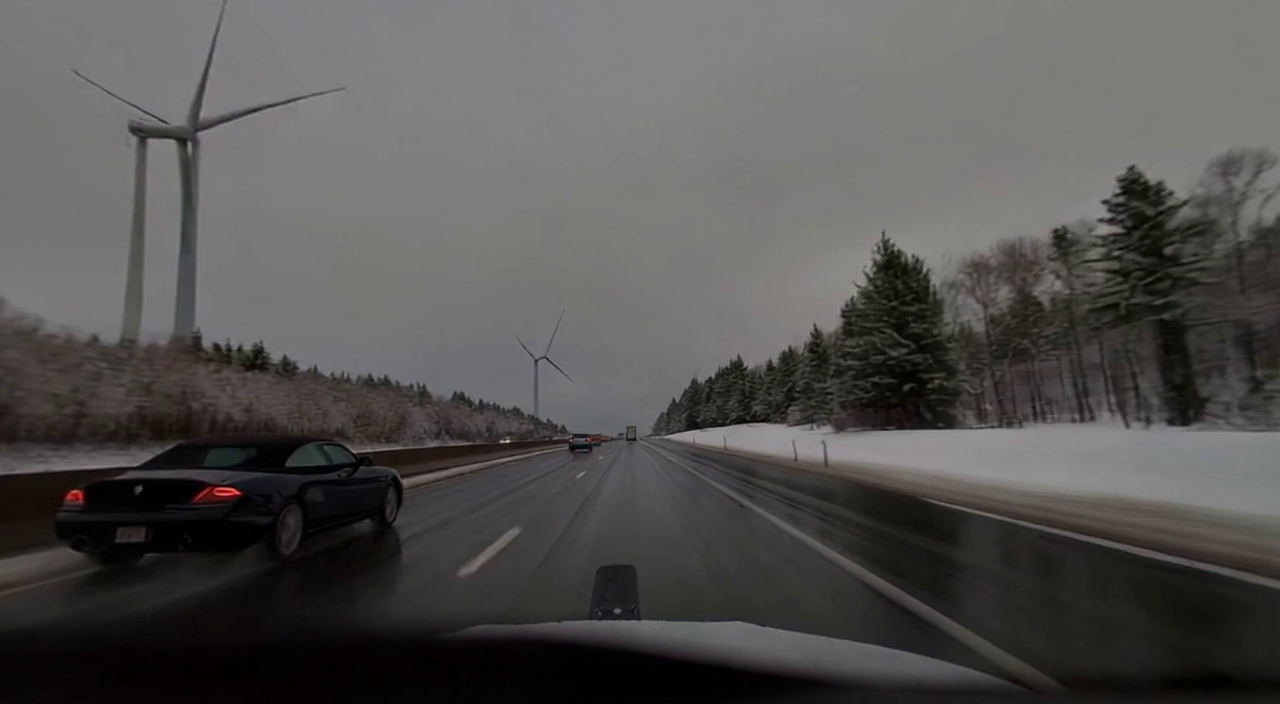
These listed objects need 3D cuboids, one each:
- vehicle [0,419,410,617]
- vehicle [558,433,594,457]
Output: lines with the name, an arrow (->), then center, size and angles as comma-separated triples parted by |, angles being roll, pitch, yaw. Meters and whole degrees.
vehicle -> -4.177, 1.483, 6.691 | 1.969, 1.413, 4.194 | 0, -8, -1
vehicle -> -4.095, 5.984, 40.649 | 2.024, 1.456, 3.754 | 0, -8, -1
